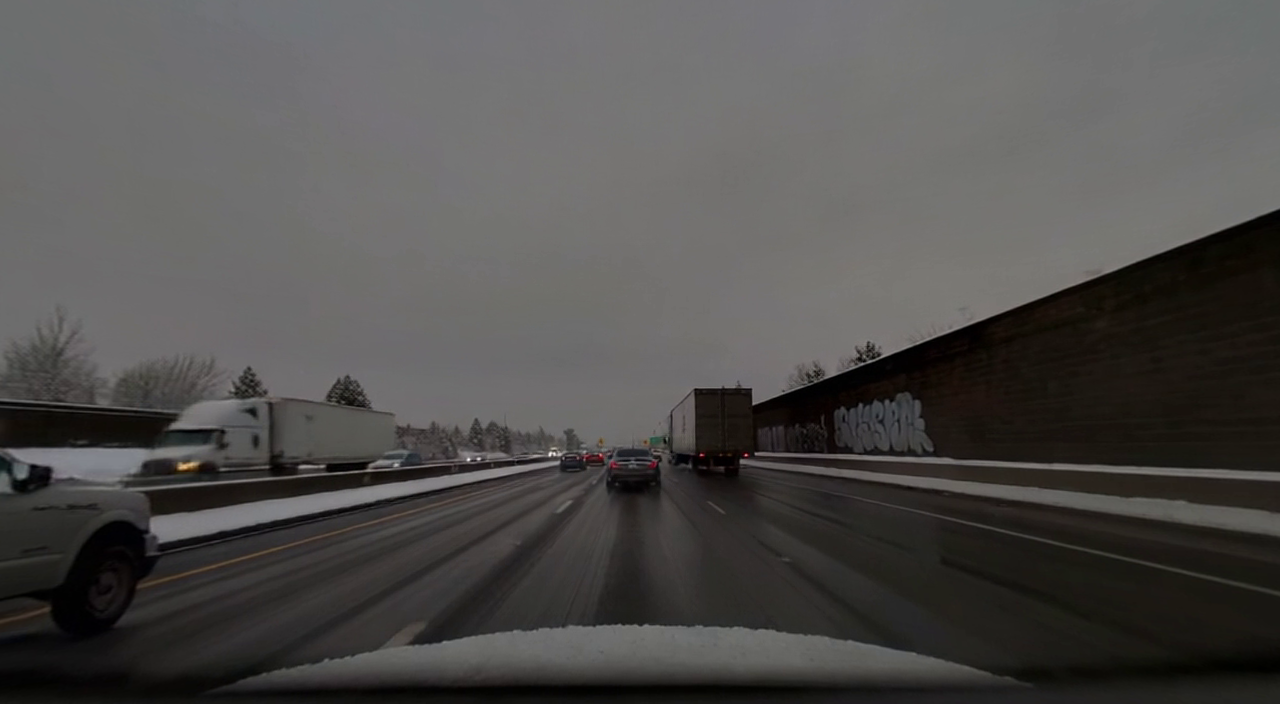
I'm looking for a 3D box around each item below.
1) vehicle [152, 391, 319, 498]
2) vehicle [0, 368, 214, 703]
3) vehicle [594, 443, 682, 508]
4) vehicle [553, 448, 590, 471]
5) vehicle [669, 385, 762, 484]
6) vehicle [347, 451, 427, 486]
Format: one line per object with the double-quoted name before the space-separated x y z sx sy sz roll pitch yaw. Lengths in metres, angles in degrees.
"vehicle" -16.523 3.861 26.326 3.007 3.926 5.826 0 -9 -1
"vehicle" -4.312 0.855 2.478 1.988 1.750 4.711 0 -9 -1
"vehicle" -0.099 3.186 16.643 2.033 1.468 4.015 0 -9 -2
"vehicle" -4.692 7.425 43.517 2.067 1.481 4.085 -1 -9 1
"vehicle" 3.425 4.474 33.169 2.902 4.014 14.446 0 -9 -1
"vehicle" -12.024 5.564 30.270 1.985 1.486 4.568 0 -9 0
